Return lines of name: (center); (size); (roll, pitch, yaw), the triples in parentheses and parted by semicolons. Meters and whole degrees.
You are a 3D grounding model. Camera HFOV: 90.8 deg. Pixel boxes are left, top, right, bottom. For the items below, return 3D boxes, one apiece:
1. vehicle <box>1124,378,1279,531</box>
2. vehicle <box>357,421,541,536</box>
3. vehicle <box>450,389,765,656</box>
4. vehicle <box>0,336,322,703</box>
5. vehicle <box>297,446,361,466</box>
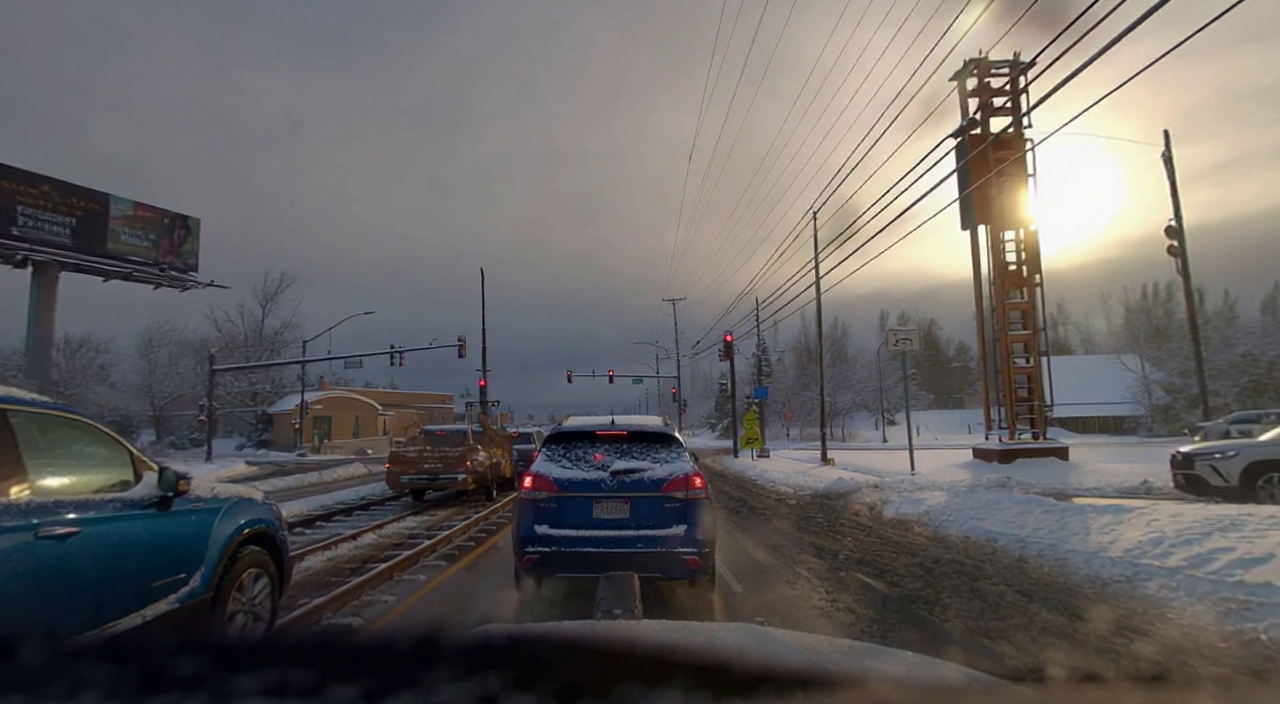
vehicle: (9.617, 1.315, 8.197); (5.060, 1.702, 2.033); (1, -9, -4)
vehicle: (-3.147, 2.185, 11.508); (1.988, 1.678, 4.317); (0, -9, 0)
vehicle: (-0.209, 1.379, 5.995); (2.025, 1.723, 3.644); (0, -9, 0)
vehicle: (-3.926, 0.885, 3.117); (2.052, 1.814, 5.184); (0, -9, -1)
vehicle: (-24.176, 8.081, 49.094); (4.357, 1.444, 1.842); (-3, -9, 19)
